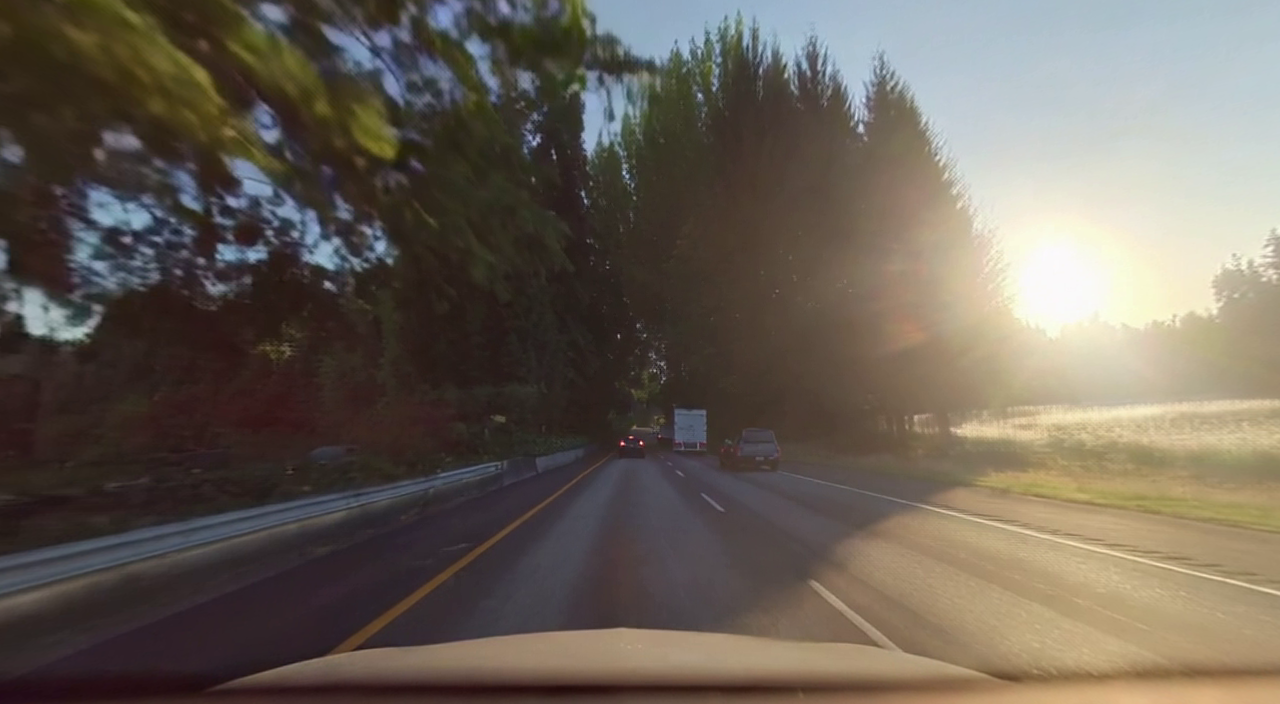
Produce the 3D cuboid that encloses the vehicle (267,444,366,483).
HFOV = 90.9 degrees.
[{"bbox_3d":[-14.094,4.864,27.778,2.107,1.498,4.226,0,-8,0],"label":"vehicle"}]

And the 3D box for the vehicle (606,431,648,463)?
[{"bbox_3d":[-0.721,5.220,34.894,2.206,1.681,4.111,0,-8,-1],"label":"vehicle"}]

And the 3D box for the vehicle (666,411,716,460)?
[{"bbox_3d":[3.348,5.734,43.449,2.728,3.053,7.708,0,-8,0],"label":"vehicle"}]

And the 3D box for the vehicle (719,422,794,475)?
[{"bbox_3d":[4.466,3.749,24.882,2.073,1.905,4.023,0,-8,-1],"label":"vehicle"}]
